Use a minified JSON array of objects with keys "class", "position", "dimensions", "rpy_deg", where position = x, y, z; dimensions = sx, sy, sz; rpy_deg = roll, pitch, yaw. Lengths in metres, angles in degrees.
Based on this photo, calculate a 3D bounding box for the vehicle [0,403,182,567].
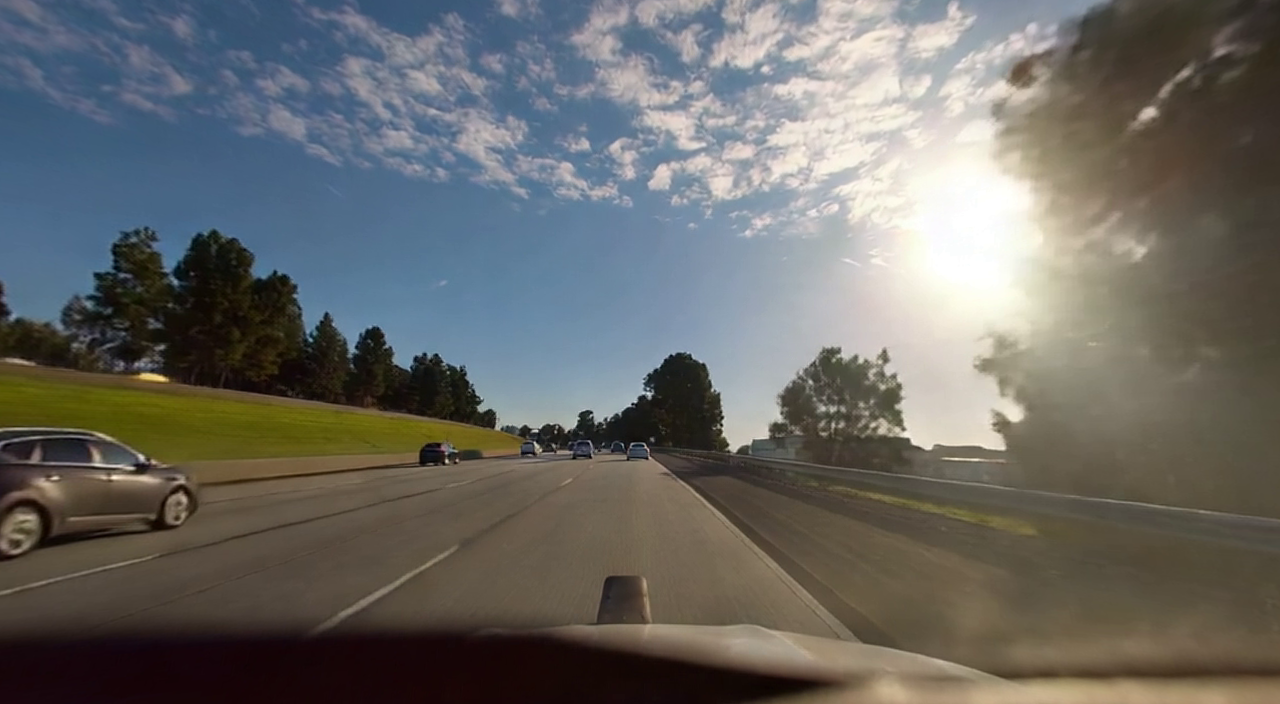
[{"class":"vehicle","position":[-7.889,1.408,6.663],"dimensions":[2.238,1.712,5.000],"rpy_deg":[0,-8,1]}]

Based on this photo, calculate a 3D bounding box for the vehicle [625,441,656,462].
[{"class":"vehicle","position":[-0.035,7.152,45.208],"dimensions":[2.060,1.465,3.974],"rpy_deg":[0,-8,-2]}]

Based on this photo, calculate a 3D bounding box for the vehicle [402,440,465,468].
[{"class":"vehicle","position":[-11.929,5.917,36.612],"dimensions":[2.056,1.489,4.852],"rpy_deg":[0,-8,0]}]
